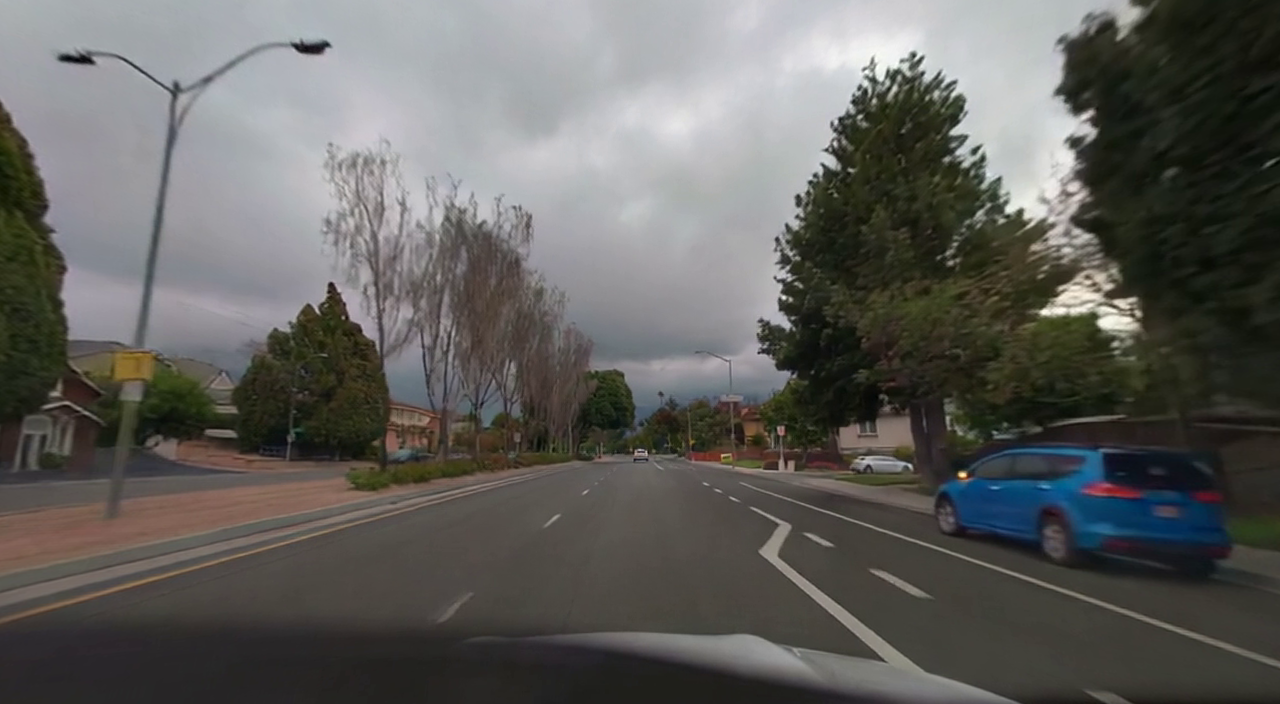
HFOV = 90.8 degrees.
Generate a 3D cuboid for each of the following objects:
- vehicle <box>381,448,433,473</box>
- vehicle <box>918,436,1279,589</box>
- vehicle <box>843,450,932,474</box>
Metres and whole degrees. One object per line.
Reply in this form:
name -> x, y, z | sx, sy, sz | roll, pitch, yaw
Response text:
vehicle -> -16.400, 7.616, 44.753 | 1.912, 1.651, 4.574 | 0, -9, 0
vehicle -> 5.909, 1.956, 8.689 | 2.041, 1.519, 4.481 | 0, -8, -1
vehicle -> 15.907, 7.110, 40.768 | 4.913, 1.470, 2.045 | 0, -8, 1
